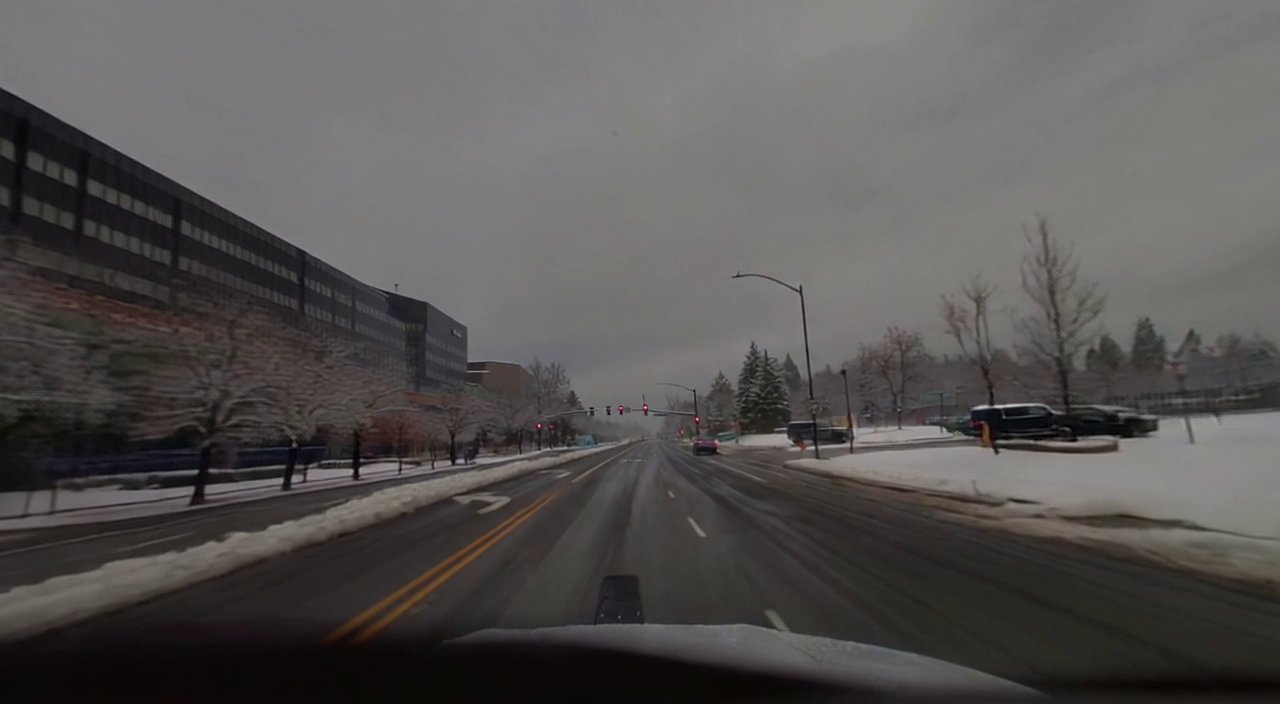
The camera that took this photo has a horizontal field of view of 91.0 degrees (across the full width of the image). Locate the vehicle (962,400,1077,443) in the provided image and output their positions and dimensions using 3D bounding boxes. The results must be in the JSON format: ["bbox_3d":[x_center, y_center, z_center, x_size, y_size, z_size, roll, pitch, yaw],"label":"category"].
[{"bbox_3d":[17.102,3.235,28.688,2.059,1.788,4.708,1,-8,-3],"label":"vehicle"}]

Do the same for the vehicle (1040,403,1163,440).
[{"bbox_3d":[19.991,3.120,27.515,2.021,1.472,4.047,1,-8,-7],"label":"vehicle"}]
